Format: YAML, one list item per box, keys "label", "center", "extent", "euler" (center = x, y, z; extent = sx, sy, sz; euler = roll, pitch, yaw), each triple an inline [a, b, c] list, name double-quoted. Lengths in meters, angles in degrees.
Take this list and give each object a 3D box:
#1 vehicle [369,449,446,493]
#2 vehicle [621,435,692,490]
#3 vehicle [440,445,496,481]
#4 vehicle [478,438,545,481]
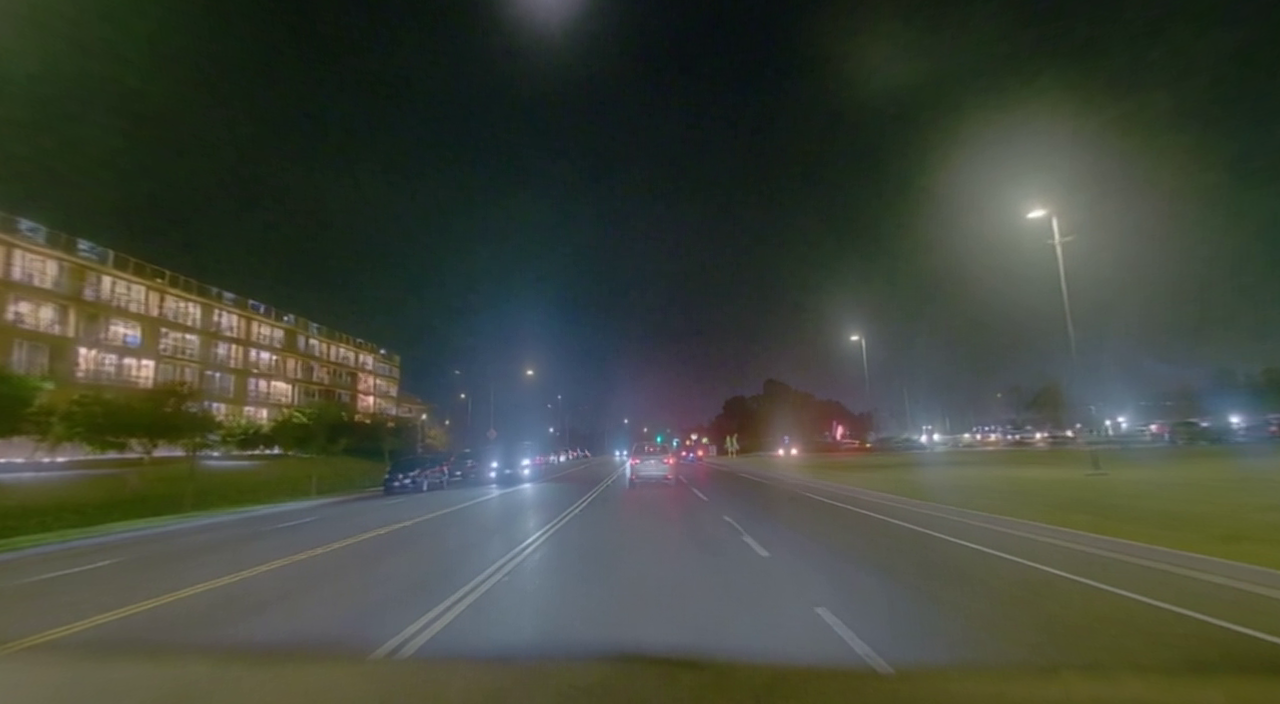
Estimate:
- label: "vehicle"
  center: [-10.190, 5.202, 27.931]
  extent: [1.932, 1.607, 4.191]
  euler: [-5, -8, -2]
- label: "vehicle"
  center: [0.491, 3.623, 20.959]
  extent: [2.132, 1.632, 3.838]
  euler: [0, -8, 0]
- label: "vehicle"
  center: [-10.051, 6.484, 37.138]
  extent: [2.032, 1.833, 4.465]
  euler: [-3, -8, 0]
- label: "vehicle"
  center: [-5.956, 5.050, 29.887]
  extent: [2.065, 1.838, 4.846]
  euler: [-1, -8, 1]
